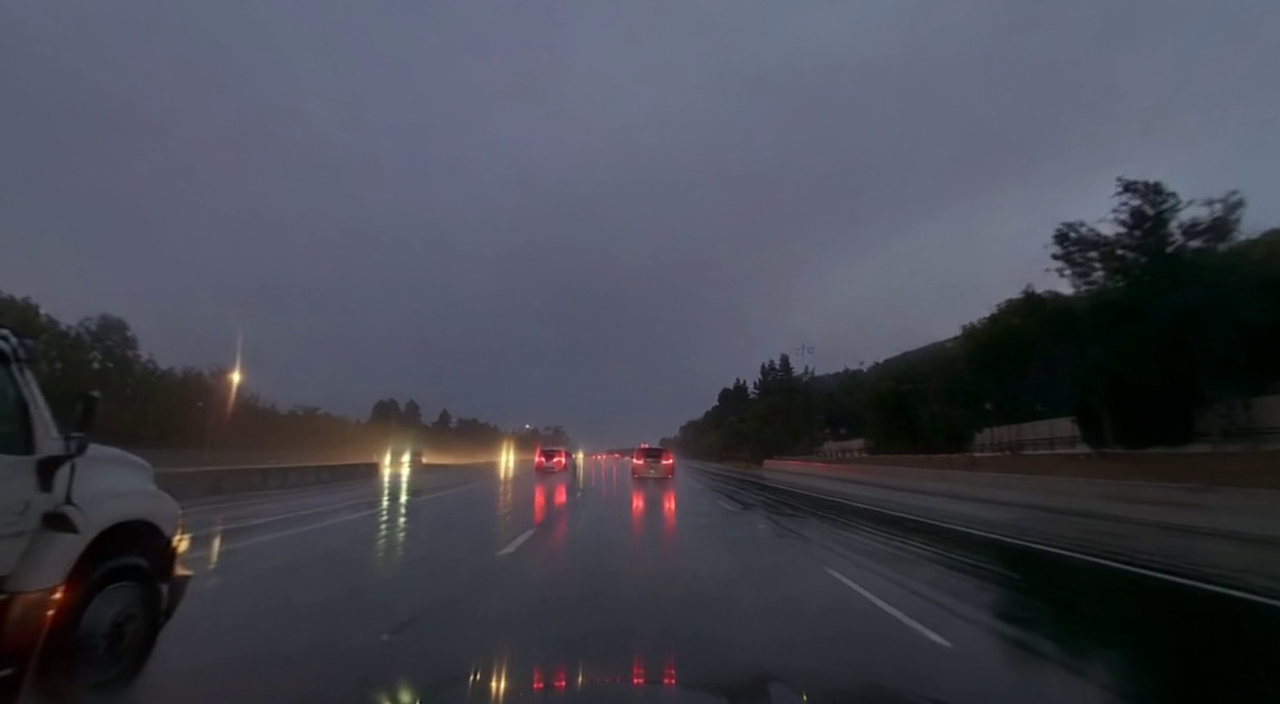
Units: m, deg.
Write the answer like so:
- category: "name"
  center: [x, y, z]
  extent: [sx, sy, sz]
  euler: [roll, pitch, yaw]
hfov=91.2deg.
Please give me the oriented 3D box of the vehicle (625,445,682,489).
- category: "vehicle"
  center: [0.457, 4.393, 24.249]
  extent: [2.015, 1.526, 4.286]
  euler: [0, -9, -1]

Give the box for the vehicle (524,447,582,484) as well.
- category: "vehicle"
  center: [-3.769, 4.994, 27.938]
  extent: [1.940, 1.502, 4.463]
  euler: [0, -9, 1]

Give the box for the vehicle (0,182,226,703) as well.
- category: "vehicle"
  center: [-3.985, 0.260, 0.995]
  extent: [2.523, 2.458, 6.022]
  euler: [0, -9, 0]
